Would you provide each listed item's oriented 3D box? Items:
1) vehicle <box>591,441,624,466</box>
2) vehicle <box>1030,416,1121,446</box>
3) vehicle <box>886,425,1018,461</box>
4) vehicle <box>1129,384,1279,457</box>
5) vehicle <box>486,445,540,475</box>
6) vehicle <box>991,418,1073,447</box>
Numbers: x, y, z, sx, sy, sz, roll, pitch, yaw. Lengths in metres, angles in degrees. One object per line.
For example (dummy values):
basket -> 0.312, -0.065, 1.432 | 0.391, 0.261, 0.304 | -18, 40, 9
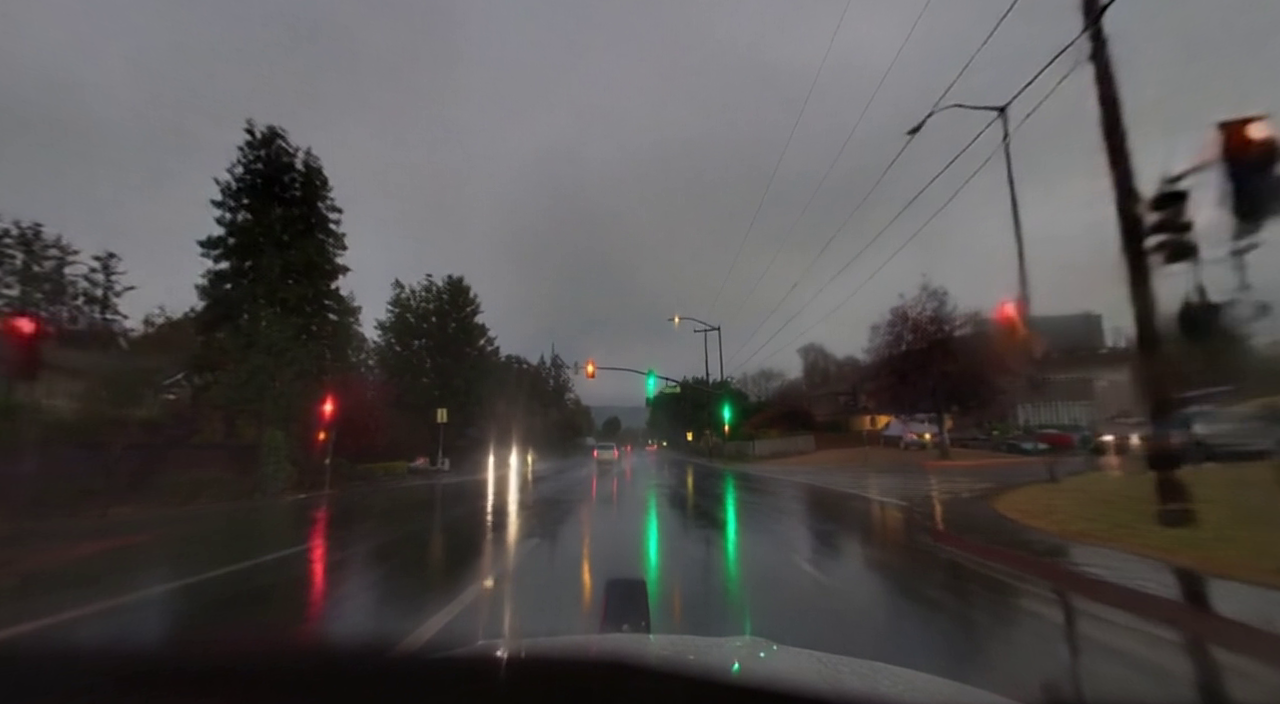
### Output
vehicle -> -2.282, 7.334, 45.847 | 2.084, 1.701, 4.734 | 0, -8, 1
vehicle -> 25.913, 4.700, 37.762 | 1.833, 1.486, 4.890 | -3, -5, -2
vehicle -> 13.269, 3.894, 27.008 | 4.665, 1.498, 1.866 | 0, -9, -2
vehicle -> 18.774, 2.108, 18.972 | 6.313, 2.043, 2.272 | 0, -8, -3
vehicle -> -7.366, 6.306, 37.048 | 2.122, 1.602, 4.369 | 0, -8, 2
vehicle -> 23.285, 4.846, 37.660 | 1.809, 1.477, 4.381 | -3, -8, -5
